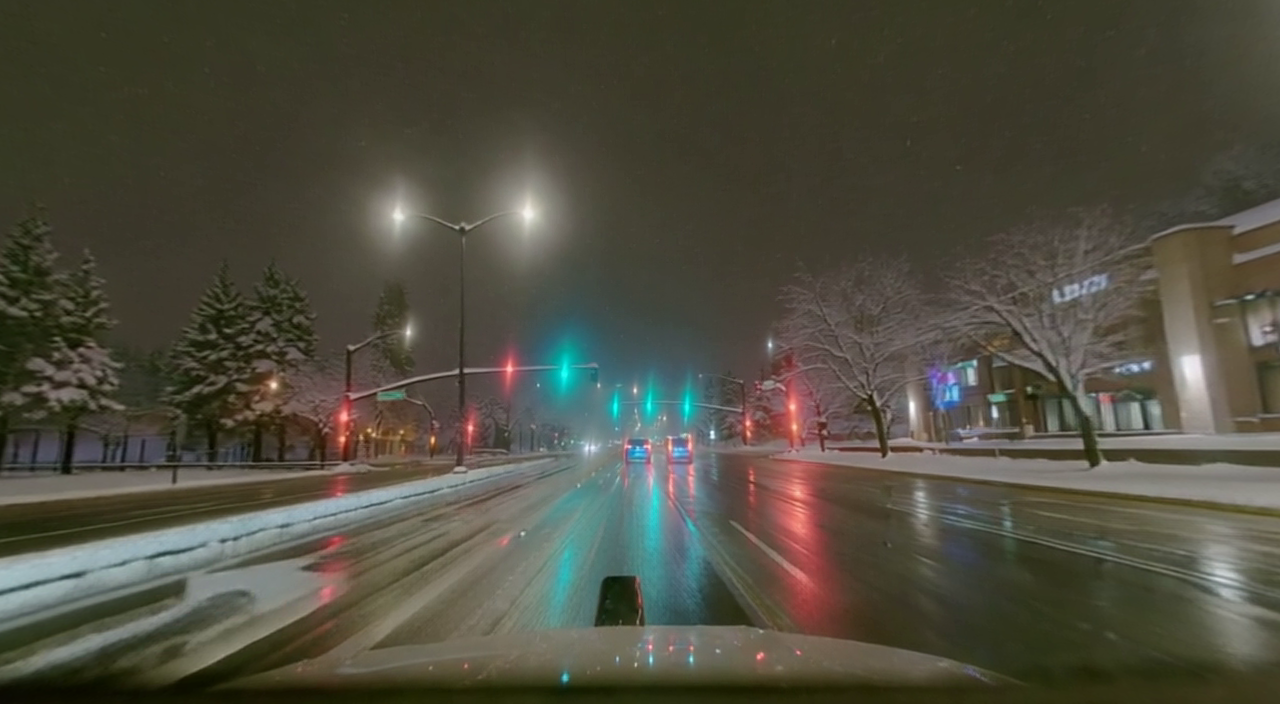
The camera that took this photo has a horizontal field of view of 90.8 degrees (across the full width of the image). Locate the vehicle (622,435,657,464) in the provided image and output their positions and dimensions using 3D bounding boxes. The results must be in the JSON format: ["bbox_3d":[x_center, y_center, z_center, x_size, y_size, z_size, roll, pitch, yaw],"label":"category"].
[{"bbox_3d":[-0.096,7.084,46.123,2.413,1.939,4.716,0,-8,-2],"label":"vehicle"}]

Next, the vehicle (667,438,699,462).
[{"bbox_3d":[3.317,7.631,49.298,2.107,1.736,4.228,0,-8,-2],"label":"vehicle"}]
